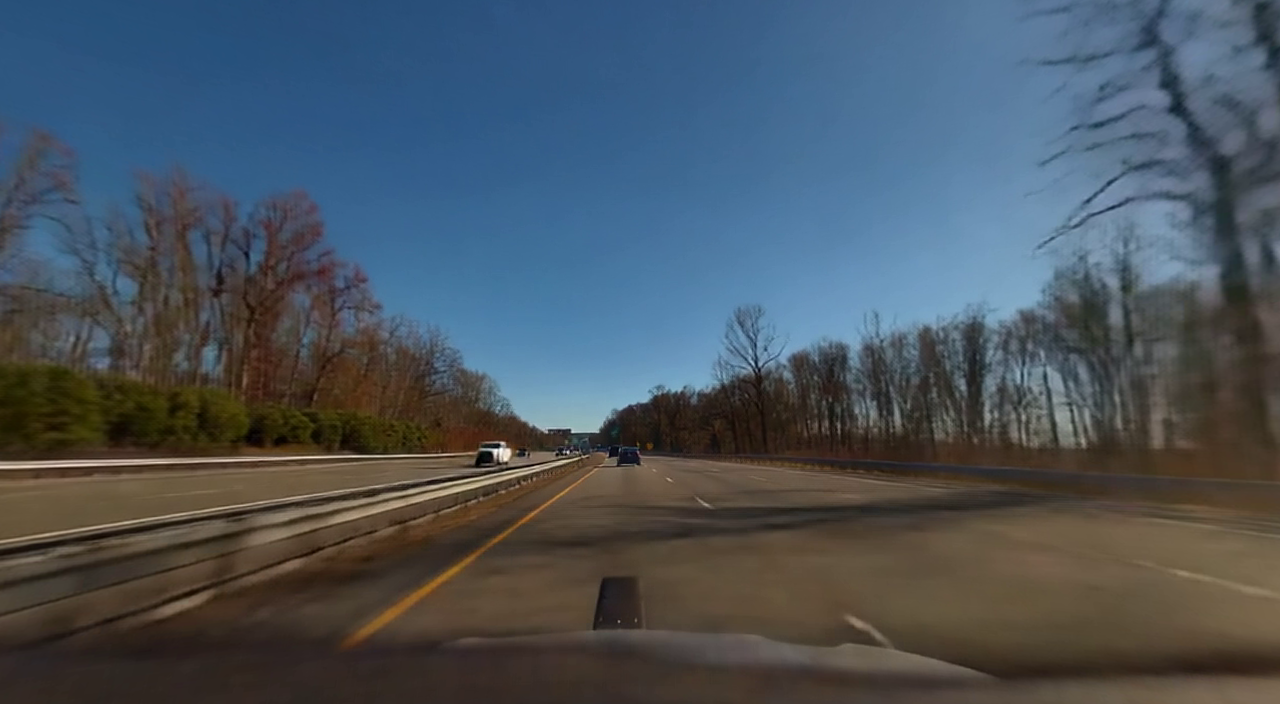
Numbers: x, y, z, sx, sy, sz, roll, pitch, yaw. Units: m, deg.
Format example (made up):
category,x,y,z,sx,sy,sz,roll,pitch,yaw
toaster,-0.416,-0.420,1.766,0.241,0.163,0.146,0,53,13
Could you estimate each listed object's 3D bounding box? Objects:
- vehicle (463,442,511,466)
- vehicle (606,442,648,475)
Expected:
category,x,y,z,sx,sy,sz,roll,pitch,yaw
vehicle,-10.447,7.026,43.142,2.128,1.510,5.066,0,-9,-1
vehicle,-0.729,5.867,34.667,2.151,1.693,4.201,0,-9,-2
